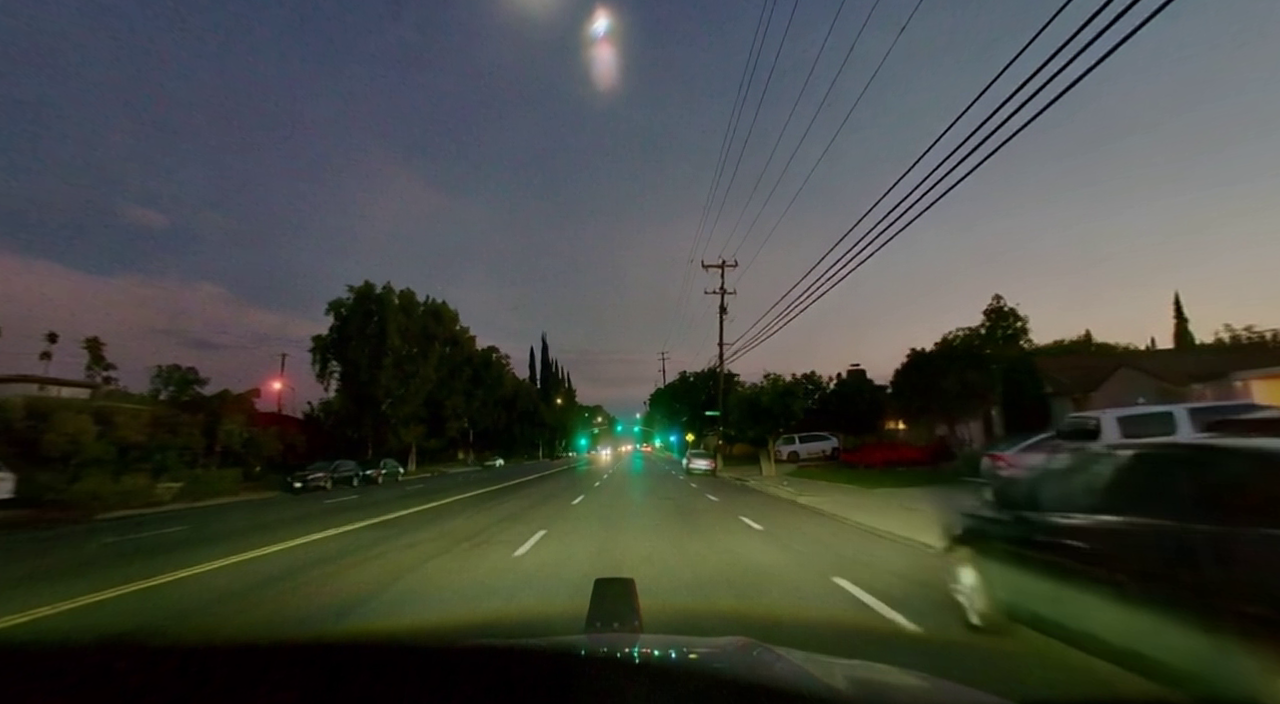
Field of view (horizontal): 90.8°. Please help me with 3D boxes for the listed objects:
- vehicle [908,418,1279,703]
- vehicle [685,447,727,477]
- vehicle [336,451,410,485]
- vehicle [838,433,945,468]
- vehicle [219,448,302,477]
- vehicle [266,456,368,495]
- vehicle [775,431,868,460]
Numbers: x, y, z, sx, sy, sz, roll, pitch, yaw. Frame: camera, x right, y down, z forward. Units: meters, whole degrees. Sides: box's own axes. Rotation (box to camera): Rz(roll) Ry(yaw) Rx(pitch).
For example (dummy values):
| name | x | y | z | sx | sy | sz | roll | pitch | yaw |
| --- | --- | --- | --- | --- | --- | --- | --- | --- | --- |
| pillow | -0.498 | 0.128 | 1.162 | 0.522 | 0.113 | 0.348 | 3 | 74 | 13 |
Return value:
| name | x | y | z | sx | sy | sz | roll | pitch | yaw |
| --- | --- | --- | --- | --- | --- | --- | --- | --- | --- |
| vehicle | 3.374 | 1.112 | 3.079 | 2.012 | 1.481 | 4.795 | 0 | -9 | 0 |
| vehicle | 3.514 | 5.932 | 34.392 | 1.855 | 1.518 | 4.707 | 0 | -9 | 0 |
| vehicle | -13.922 | 6.062 | 33.253 | 1.916 | 1.632 | 4.440 | 0 | -9 | 1 |
| vehicle | 12.402 | 4.919 | 31.336 | 4.429 | 1.474 | 1.887 | -3 | -10 | 2 |
| vehicle | -22.575 | 6.596 | 37.686 | 3.803 | 1.528 | 1.812 | -2 | -10 | -2 |
| vehicle | -14.065 | 5.372 | 27.868 | 2.011 | 1.480 | 4.644 | 0 | -9 | 0 |
| vehicle | 12.663 | 6.583 | 44.346 | 5.713 | 1.857 | 2.285 | 0 | -9 | -4 |
